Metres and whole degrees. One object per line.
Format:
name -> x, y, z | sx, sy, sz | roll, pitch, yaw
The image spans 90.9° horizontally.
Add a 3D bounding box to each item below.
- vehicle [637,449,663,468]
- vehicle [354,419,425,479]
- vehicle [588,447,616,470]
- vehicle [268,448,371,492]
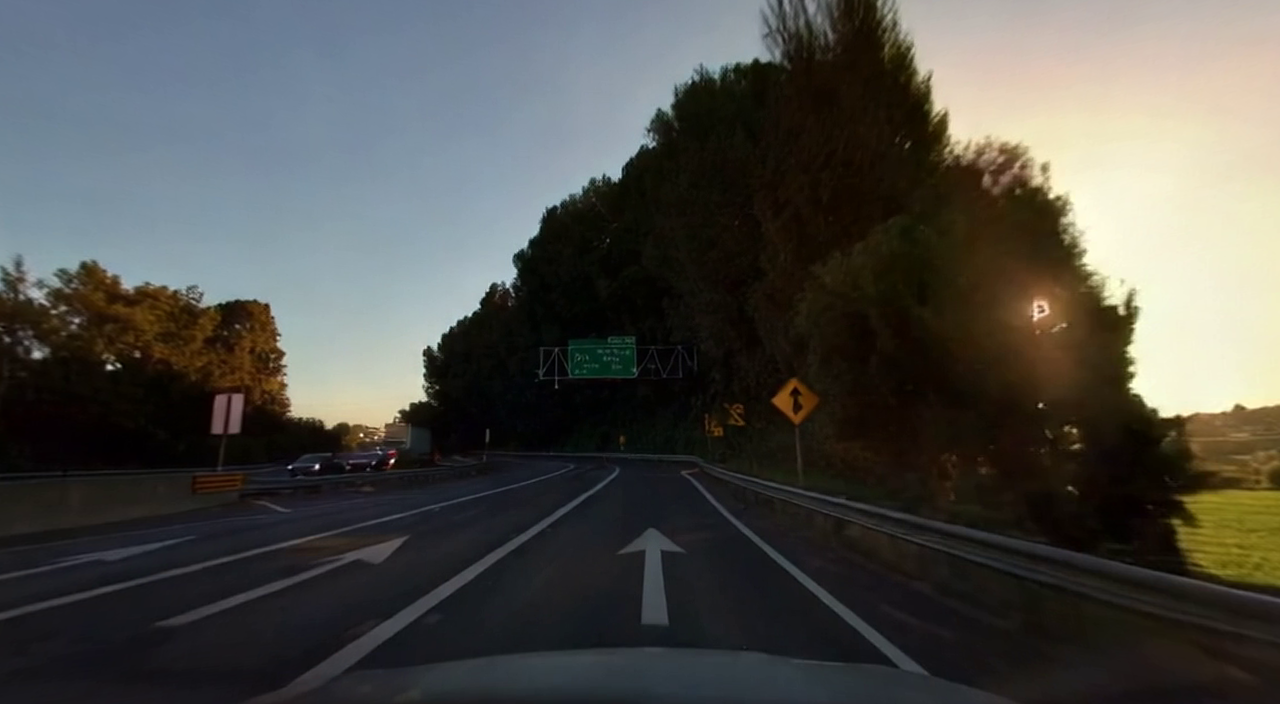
vehicle -> 0.842, 8.400, 49.914 | 1.807, 1.427, 3.645 | -1, -9, 5
vehicle -> -16.706, 6.454, 41.645 | 3.061, 3.490, 8.999 | 5, -10, -28
vehicle -> -2.991, 8.417, 49.989 | 2.021, 1.727, 4.225 | 0, -9, -1
vehicle -> -14.124, 5.207, 28.158 | 2.144, 1.764, 4.730 | 0, -9, 0
